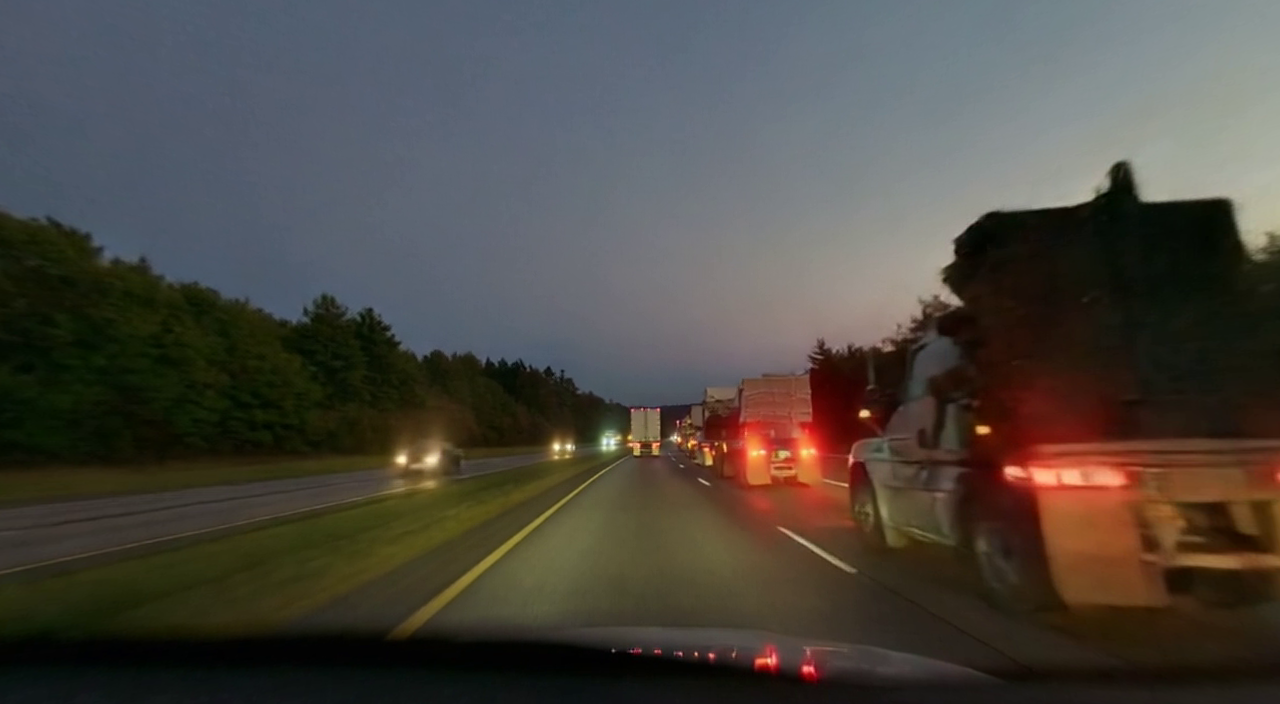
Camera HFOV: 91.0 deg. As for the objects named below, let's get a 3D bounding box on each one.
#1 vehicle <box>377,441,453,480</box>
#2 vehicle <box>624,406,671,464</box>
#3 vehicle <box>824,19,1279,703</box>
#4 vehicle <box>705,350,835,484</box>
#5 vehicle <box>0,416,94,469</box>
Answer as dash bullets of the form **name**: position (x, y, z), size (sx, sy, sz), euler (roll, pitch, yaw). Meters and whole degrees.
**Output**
- **vehicle**: position (-8.968, 4.319, 25.379), size (1.760, 1.444, 3.422), euler (-1, -8, 0)
- **vehicle**: position (0.457, 5.233, 39.548), size (2.644, 3.247, 7.454), euler (-1, -8, 0)
- **vehicle**: position (4.440, 0.354, 6.423), size (2.956, 3.604, 6.277), euler (0, -8, -2)
- **vehicle**: position (4.388, 2.537, 23.410), size (2.860, 4.036, 8.586), euler (0, -8, 0)
- **vehicle**: position (-45.976, 6.735, 46.662), size (3.089, 3.565, 9.834), euler (0, -8, -7)
